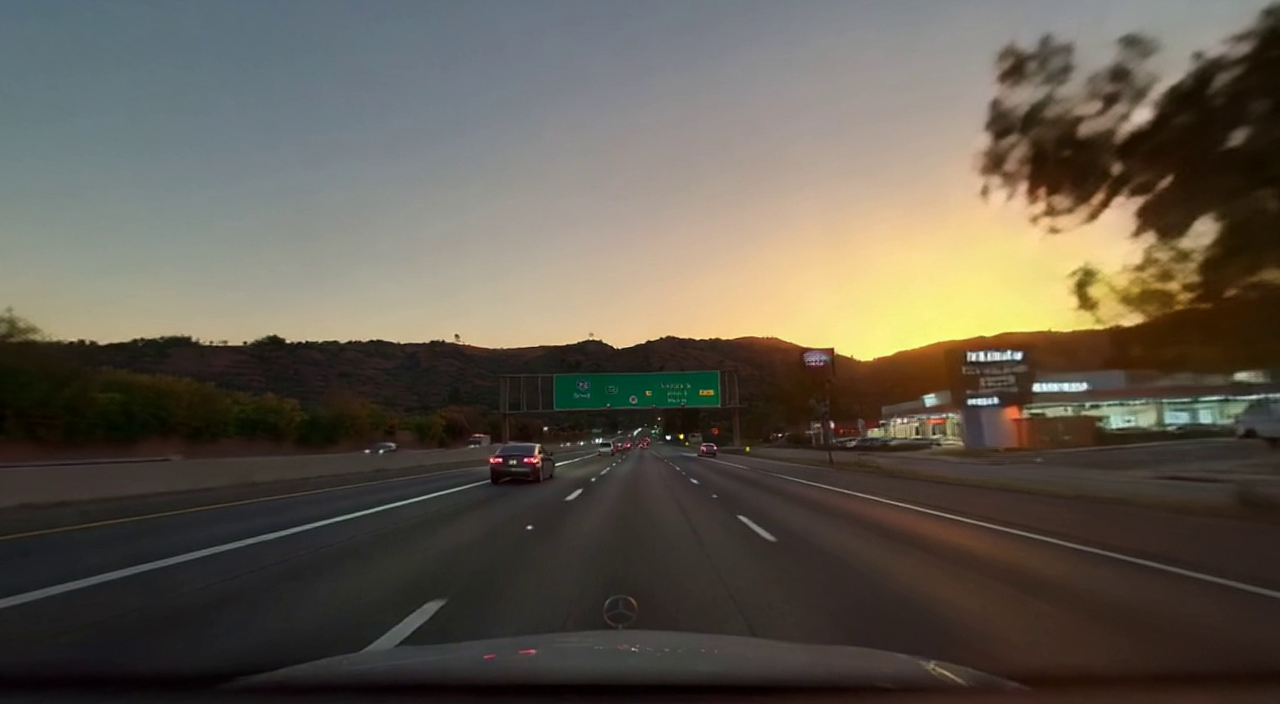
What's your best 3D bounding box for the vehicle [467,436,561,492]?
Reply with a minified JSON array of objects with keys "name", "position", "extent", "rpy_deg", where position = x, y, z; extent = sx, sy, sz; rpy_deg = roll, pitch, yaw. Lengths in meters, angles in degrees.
[{"name":"vehicle","position":[-3.670,3.343,19.224],"extent":[1.939,1.508,4.272],"rpy_deg":[0,-8,1]}]
